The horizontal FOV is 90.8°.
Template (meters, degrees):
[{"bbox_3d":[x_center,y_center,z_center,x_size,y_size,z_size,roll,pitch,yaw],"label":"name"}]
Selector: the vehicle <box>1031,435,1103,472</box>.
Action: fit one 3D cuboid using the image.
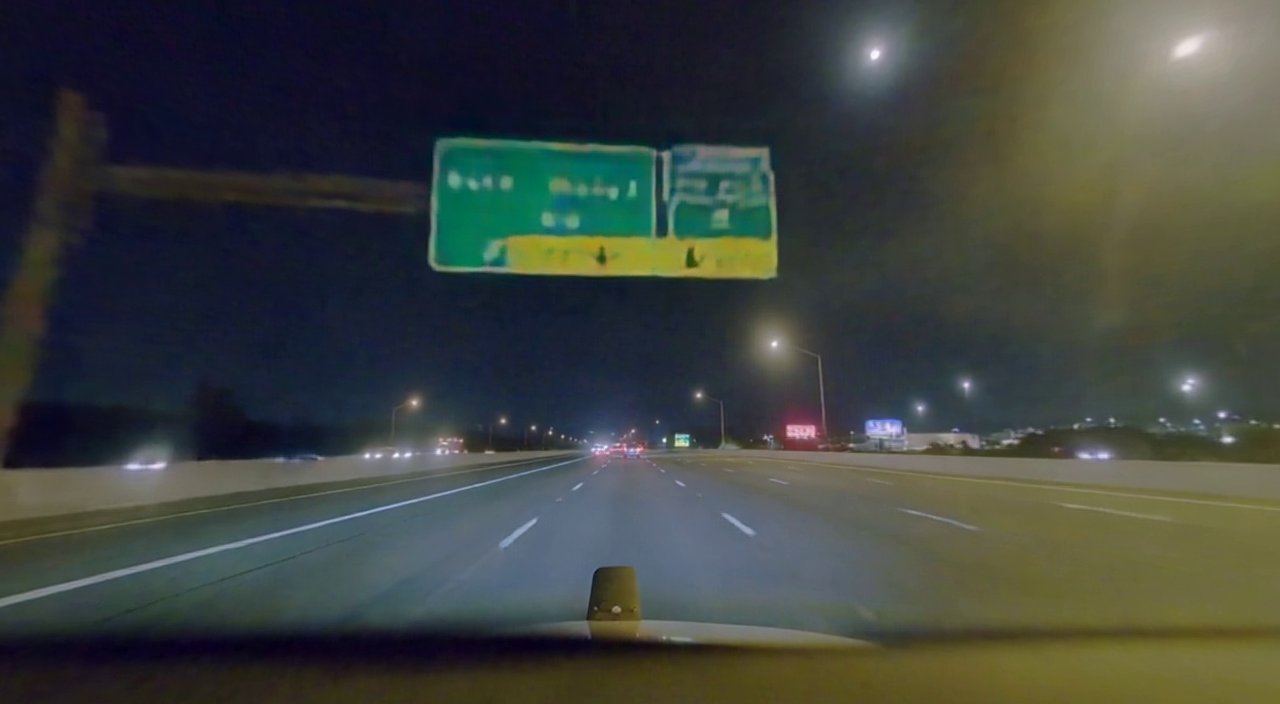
[{"bbox_3d":[24.915,5.852,36.714,2.669,1.972,6.141,-7,-11,39],"label":"vehicle"}]
